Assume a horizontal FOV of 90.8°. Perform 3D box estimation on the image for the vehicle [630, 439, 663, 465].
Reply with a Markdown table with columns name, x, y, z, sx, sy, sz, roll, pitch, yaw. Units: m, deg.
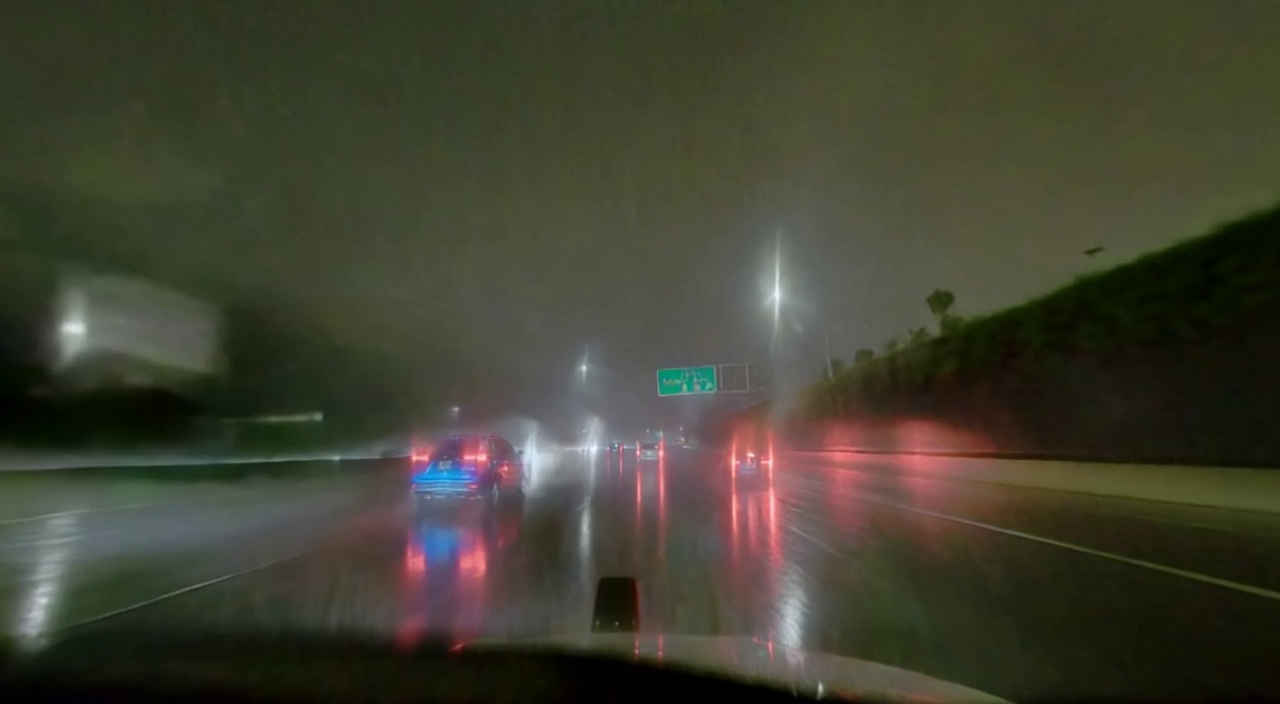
| name | x | y | z | sx | sy | sz | roll | pitch | yaw |
| --- | --- | --- | --- | --- | --- | --- | --- | --- | --- |
| vehicle | 0.487 | 7.722 | 48.955 | 2.428 | 1.841 | 4.402 | 0 | -8 | 1 |

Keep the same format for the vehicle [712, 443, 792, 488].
| name | x | y | z | sx | sy | sz | roll | pitch | yaw |
| --- | --- | --- | --- | --- | --- | --- | --- | --- | --- |
| vehicle | 3.915 | 4.025 | 22.890 | 2.083 | 1.453 | 4.307 | 0 | -8 | -1 |

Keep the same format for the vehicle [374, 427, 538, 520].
| name | x | y | z | sx | sy | sz | roll | pitch | yaw |
| --- | --- | --- | --- | --- | --- | --- | --- | --- | --- |
| vehicle | -3.618 | 2.469 | 13.354 | 2.193 | 1.641 | 4.077 | 0 | -8 | 0 |
